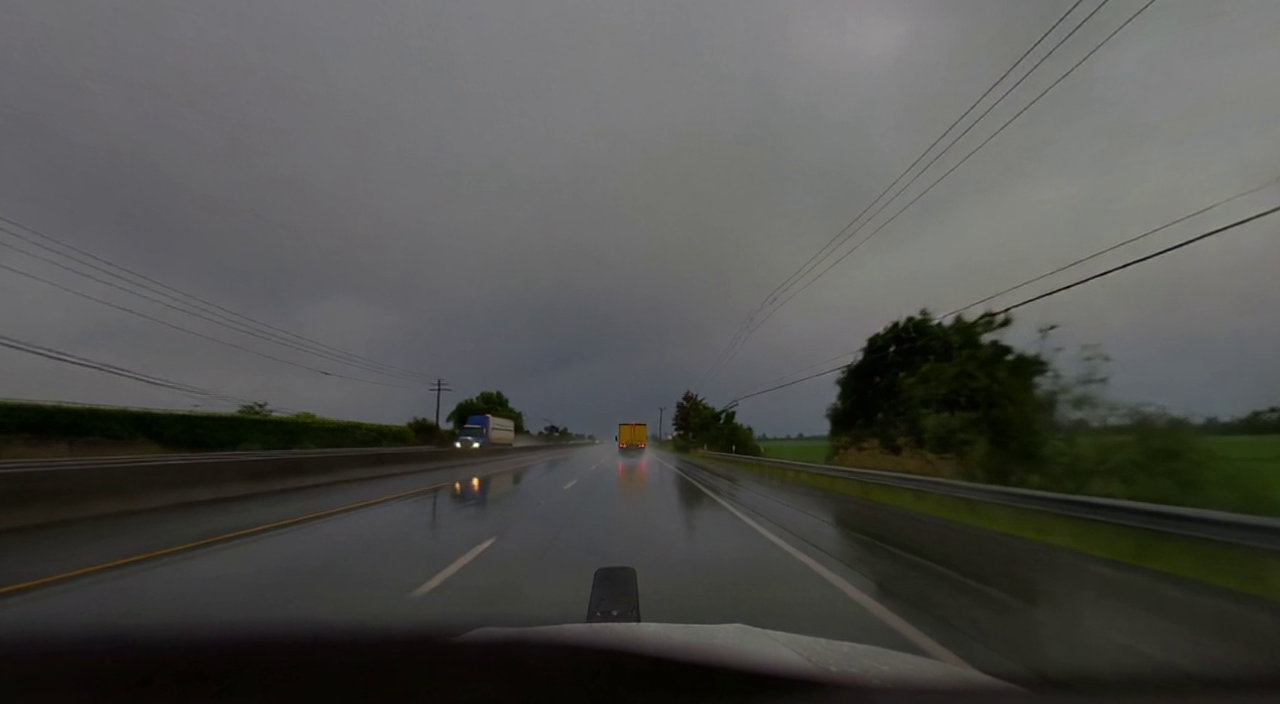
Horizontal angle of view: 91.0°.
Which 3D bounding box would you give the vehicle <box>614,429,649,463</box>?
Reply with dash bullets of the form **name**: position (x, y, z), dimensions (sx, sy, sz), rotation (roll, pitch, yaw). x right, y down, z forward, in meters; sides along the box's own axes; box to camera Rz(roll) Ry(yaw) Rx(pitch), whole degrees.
- **vehicle**: position (-0.605, 6.320, 42.469), dimensions (2.240, 2.129, 4.480), rotation (0, -8, -2)
